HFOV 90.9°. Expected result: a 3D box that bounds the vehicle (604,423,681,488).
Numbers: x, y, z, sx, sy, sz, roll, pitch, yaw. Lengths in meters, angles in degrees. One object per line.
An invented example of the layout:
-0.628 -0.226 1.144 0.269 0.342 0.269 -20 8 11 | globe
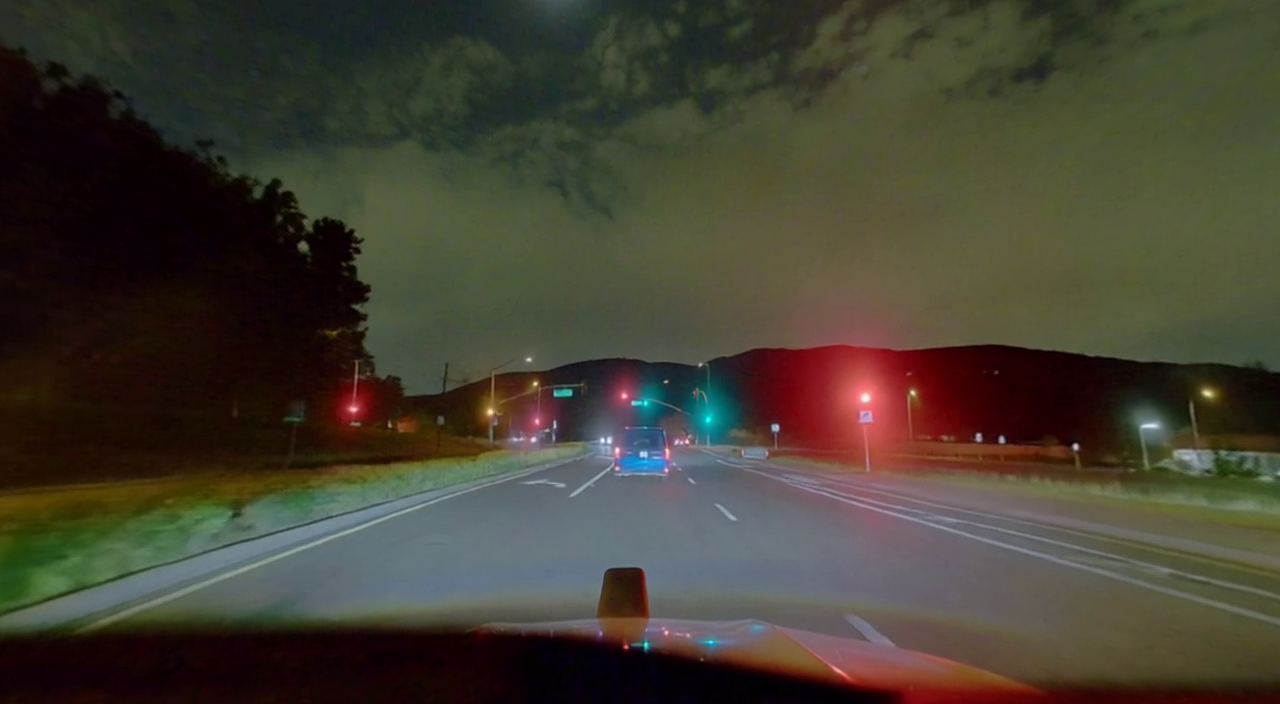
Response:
0.089 3.308 20.345 2.185 1.822 4.391 0 -9 0 | vehicle
